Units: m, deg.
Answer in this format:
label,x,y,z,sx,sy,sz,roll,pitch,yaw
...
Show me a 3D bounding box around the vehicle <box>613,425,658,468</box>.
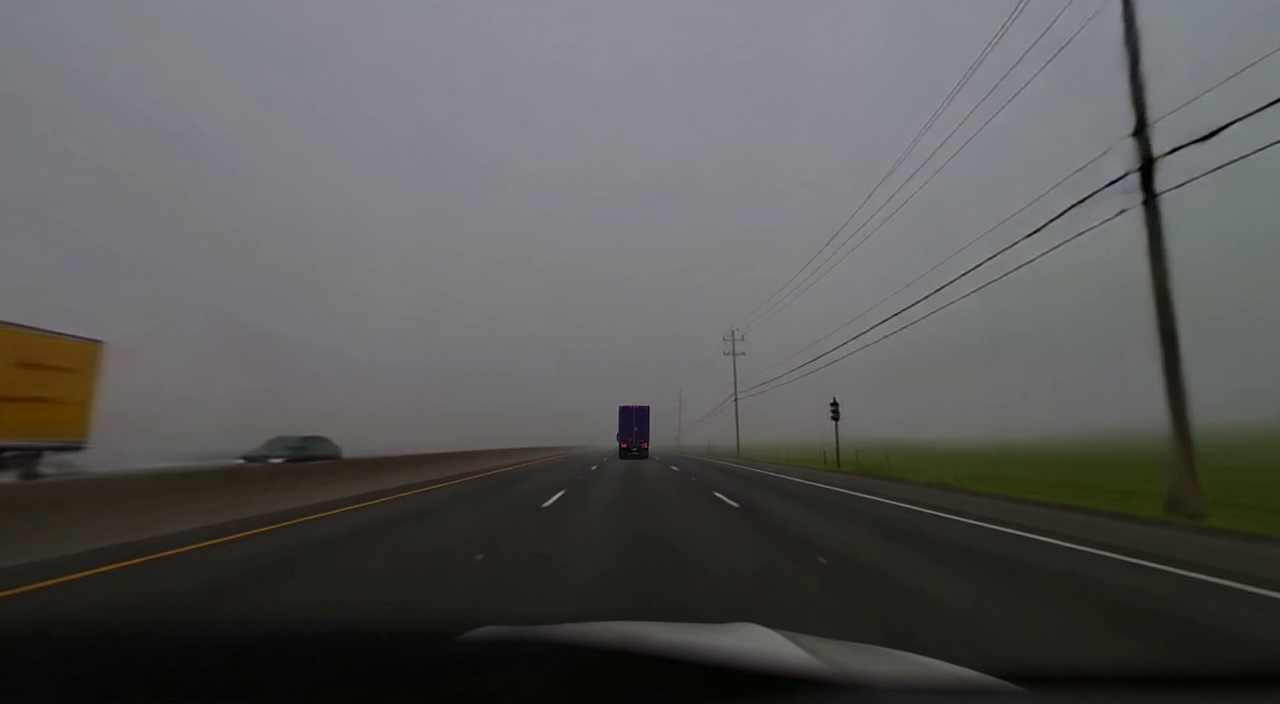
label,x,y,z,sx,sy,sz,roll,pitch,yaw
vehicle,-0.299,5.053,33.942,2.240,2.129,4.480,0,-8,-2
